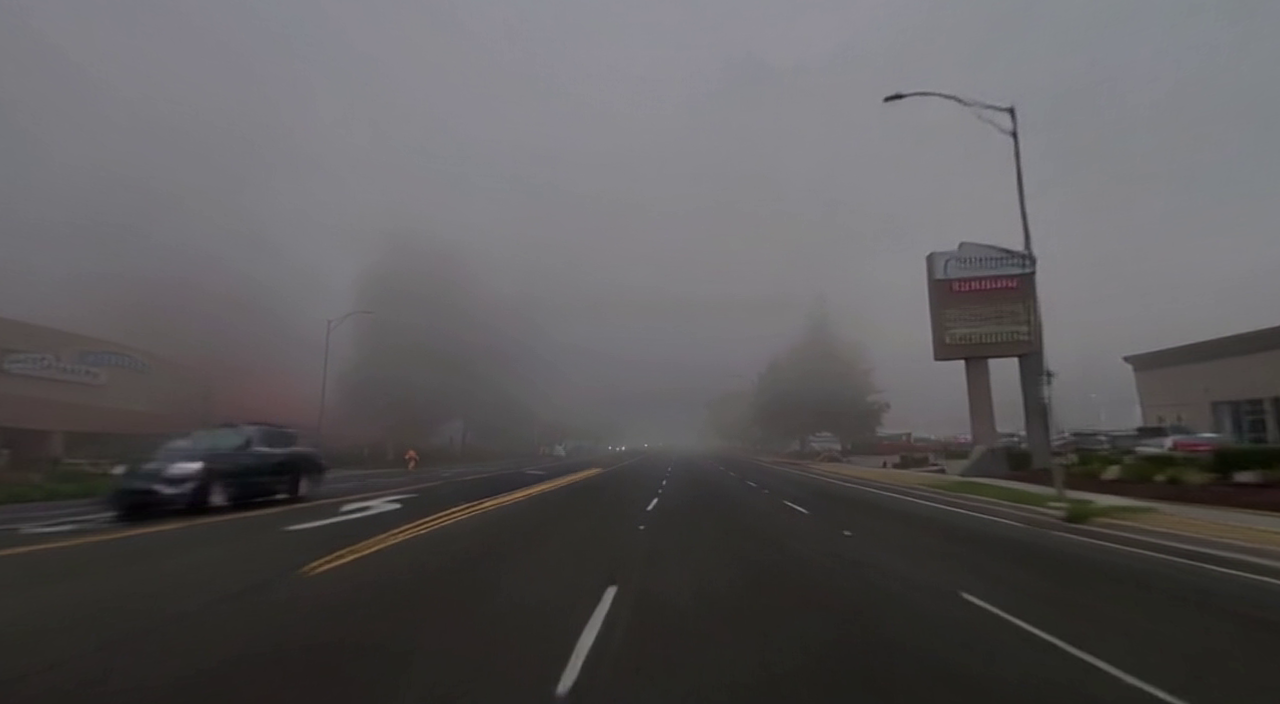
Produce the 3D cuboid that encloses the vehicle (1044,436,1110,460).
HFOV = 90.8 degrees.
[{"bbox_3d":[31.180,6.874,45.231,1.825,1.572,4.229,0,-9,3],"label":"vehicle"}]

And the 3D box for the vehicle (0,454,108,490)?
[{"bbox_3d":[-26.451,5.214,27.625,4.553,1.445,1.942,0,-9,1],"label":"vehicle"}]

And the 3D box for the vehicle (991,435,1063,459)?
[{"bbox_3d":[28.045,6.954,46.019,2.129,1.652,5.150,0,-9,2],"label":"vehicle"}]

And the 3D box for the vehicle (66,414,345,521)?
[{"bbox_3d":[-9.008,2.471,13.948,2.157,1.883,5.286,-1,-9,3],"label":"vehicle"}]
